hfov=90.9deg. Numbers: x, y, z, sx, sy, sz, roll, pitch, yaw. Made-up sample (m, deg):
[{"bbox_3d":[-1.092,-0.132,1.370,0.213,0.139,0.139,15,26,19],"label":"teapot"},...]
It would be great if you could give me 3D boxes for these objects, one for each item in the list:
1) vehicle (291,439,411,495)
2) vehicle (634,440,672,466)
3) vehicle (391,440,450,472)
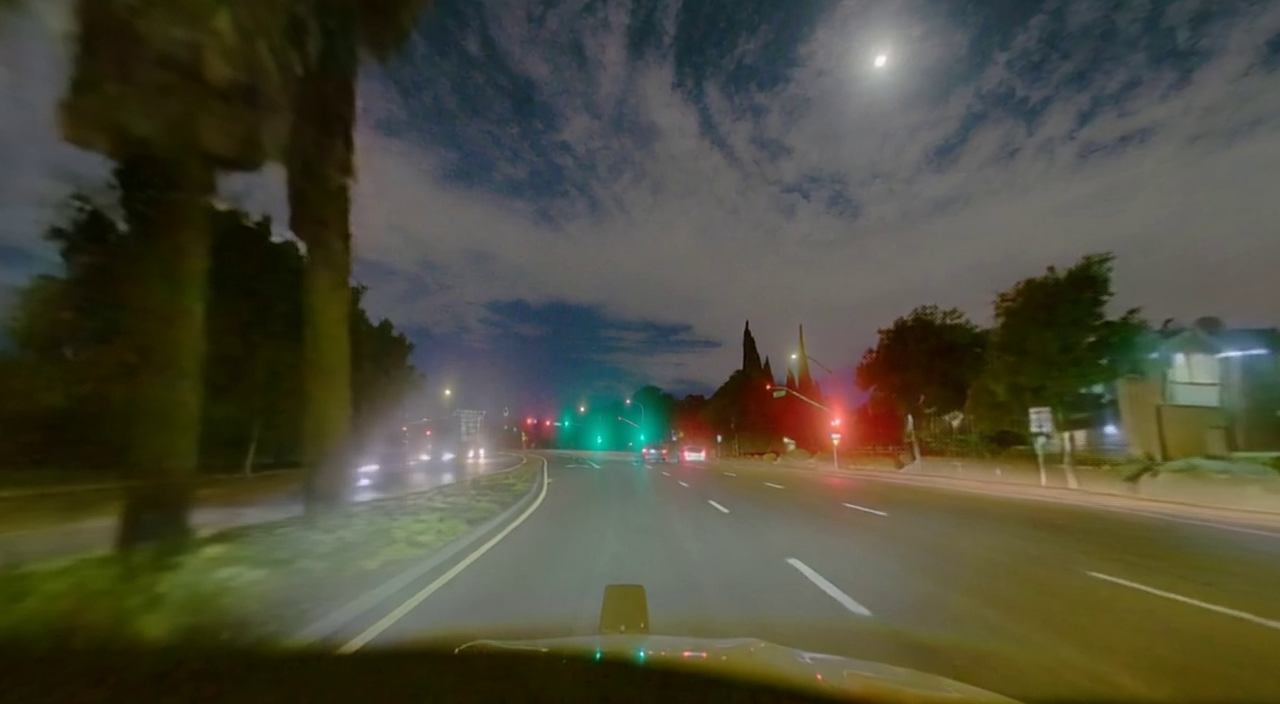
[{"bbox_3d":[-9.212,3.669,20.573,2.002,1.612,4.436,0,-8,-3],"label":"vehicle"},{"bbox_3d":[0.880,7.259,45.478,2.046,1.818,4.603,1,-8,-8],"label":"vehicle"},{"bbox_3d":[-14.074,6.672,40.774,2.278,1.928,5.776,1,-8,-6],"label":"vehicle"}]
